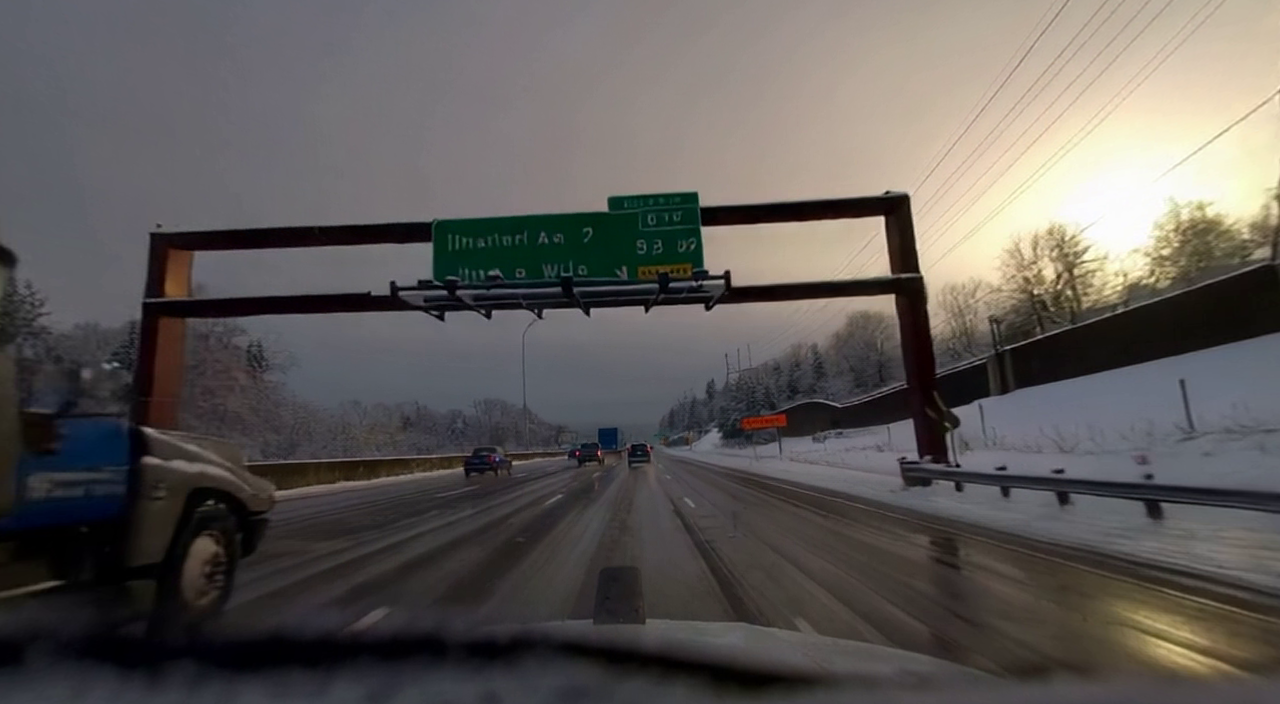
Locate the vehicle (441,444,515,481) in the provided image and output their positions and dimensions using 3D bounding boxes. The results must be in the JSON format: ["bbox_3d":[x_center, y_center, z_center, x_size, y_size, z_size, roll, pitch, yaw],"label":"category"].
[{"bbox_3d":[-7.141,4.904,28.321,2.025,1.510,4.582,0,-9,1],"label":"vehicle"}]

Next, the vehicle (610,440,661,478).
[{"bbox_3d":[-0.175,4.928,29.232,2.178,1.640,4.071,0,-9,0],"label":"vehicle"}]

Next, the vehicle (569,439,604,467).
[{"bbox_3d":[-3.799,7.326,45.812,2.109,1.840,4.614,0,-9,1],"label":"vehicle"}]
